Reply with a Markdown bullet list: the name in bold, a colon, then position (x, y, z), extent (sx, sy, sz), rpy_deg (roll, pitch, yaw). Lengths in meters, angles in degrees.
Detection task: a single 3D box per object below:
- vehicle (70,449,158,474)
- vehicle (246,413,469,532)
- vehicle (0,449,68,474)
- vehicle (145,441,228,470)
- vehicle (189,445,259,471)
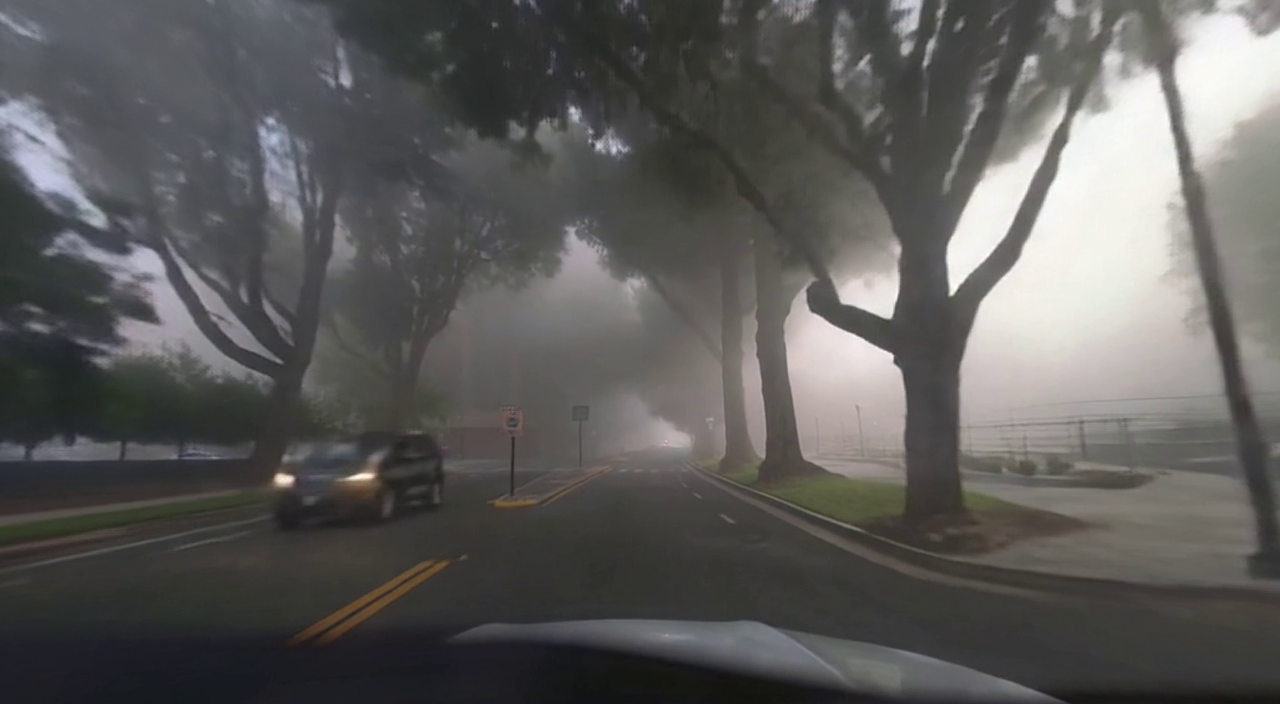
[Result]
- **vehicle**: position (-33.914, 7.021, 40.862), extent (1.785, 1.493, 4.343), rpy_deg (-1, -8, 3)
- **vehicle**: position (-5.443, 2.413, 13.304), extent (2.252, 1.936, 5.538), rpy_deg (0, -8, -1)
- **vehicle**: position (-39.343, 7.046, 40.489), extent (1.666, 1.471, 3.630), rpy_deg (1, -12, 3)
- **vehicle**: position (-28.725, 6.564, 40.209), extent (1.977, 1.701, 4.396), rpy_deg (0, -8, 1)
- **vehicle**: position (-26.340, 6.711, 40.177), extent (1.641, 1.505, 4.016), rpy_deg (-1, -9, 2)
